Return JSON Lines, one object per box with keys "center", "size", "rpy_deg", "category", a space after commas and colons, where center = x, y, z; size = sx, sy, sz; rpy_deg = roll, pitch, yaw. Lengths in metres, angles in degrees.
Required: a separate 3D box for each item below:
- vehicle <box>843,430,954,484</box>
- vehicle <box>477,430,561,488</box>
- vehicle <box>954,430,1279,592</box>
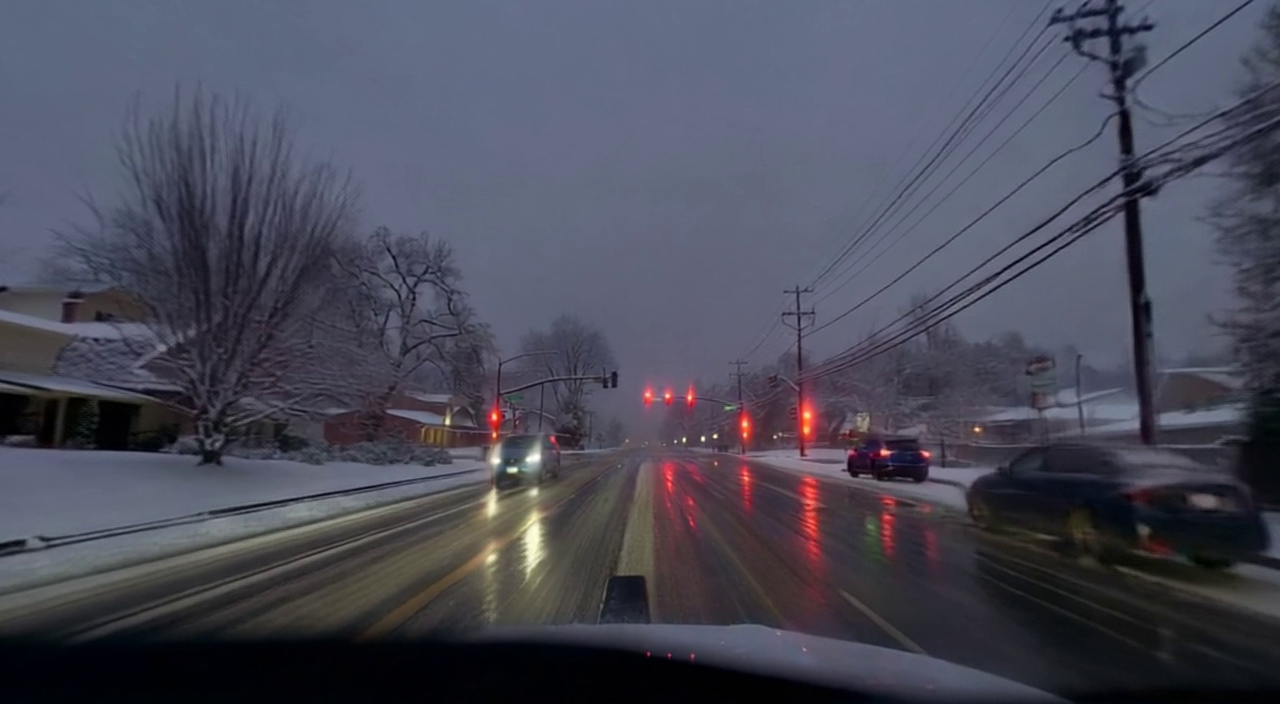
{"center": [9.435, 3.872, 23.514], "size": [2.170, 1.771, 4.908], "rpy_deg": [0, -8, 2], "category": "vehicle"}
{"center": [-4.096, 3.704, 22.198], "size": [2.012, 1.778, 4.990], "rpy_deg": [0, -8, -1], "category": "vehicle"}
{"center": [6.054, 1.786, 8.042], "size": [2.040, 1.475, 4.389], "rpy_deg": [-1, -8, 4], "category": "vehicle"}
